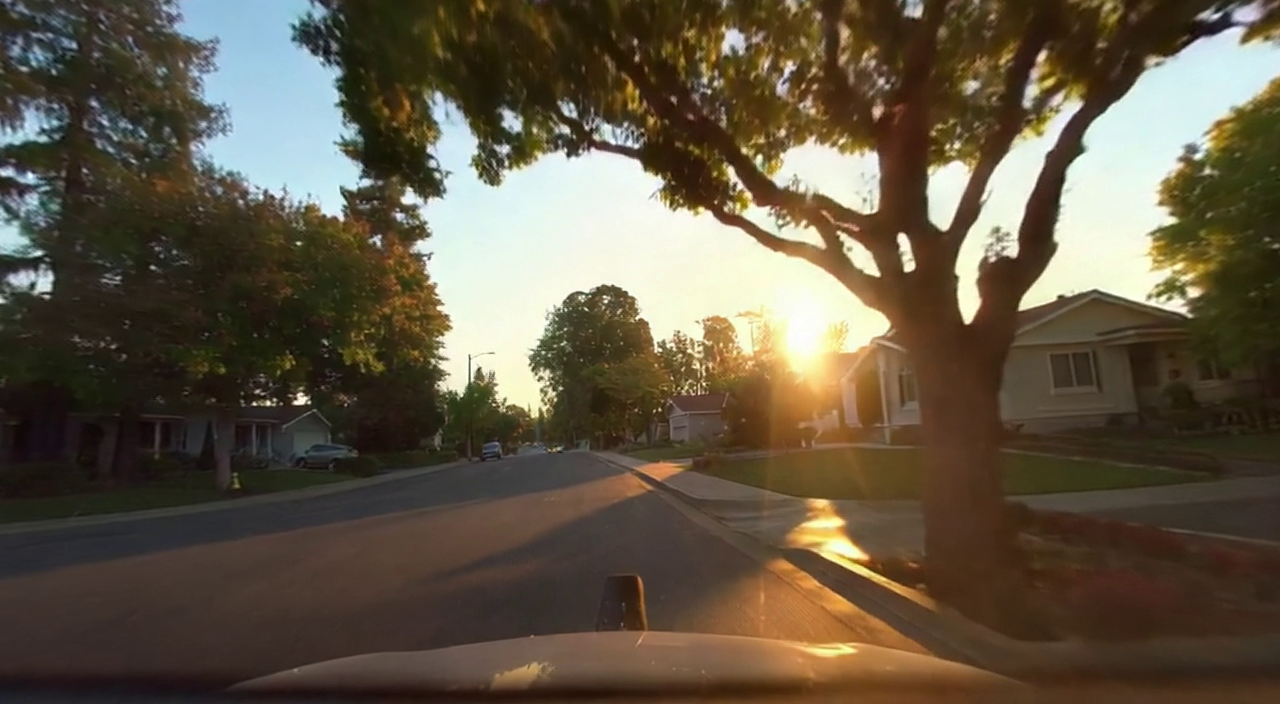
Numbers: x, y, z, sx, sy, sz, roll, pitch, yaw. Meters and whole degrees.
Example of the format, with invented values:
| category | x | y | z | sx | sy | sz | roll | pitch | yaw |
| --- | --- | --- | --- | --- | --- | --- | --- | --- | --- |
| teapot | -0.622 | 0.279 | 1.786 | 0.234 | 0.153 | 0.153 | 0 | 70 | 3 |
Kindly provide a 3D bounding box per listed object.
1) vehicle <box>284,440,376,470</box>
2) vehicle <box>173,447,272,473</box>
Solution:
| category | x | y | z | sx | sy | sz | roll | pitch | yaw |
| --- | --- | --- | --- | --- | --- | --- | --- | --- | --- |
| vehicle | -18.746 | 6.242 | 38.378 | 4.559 | 1.745 | 1.918 | 1 | -9 | -8 |
| vehicle | -25.052 | 6.489 | 38.060 | 4.531 | 1.470 | 1.855 | 0 | -9 | -4 |
